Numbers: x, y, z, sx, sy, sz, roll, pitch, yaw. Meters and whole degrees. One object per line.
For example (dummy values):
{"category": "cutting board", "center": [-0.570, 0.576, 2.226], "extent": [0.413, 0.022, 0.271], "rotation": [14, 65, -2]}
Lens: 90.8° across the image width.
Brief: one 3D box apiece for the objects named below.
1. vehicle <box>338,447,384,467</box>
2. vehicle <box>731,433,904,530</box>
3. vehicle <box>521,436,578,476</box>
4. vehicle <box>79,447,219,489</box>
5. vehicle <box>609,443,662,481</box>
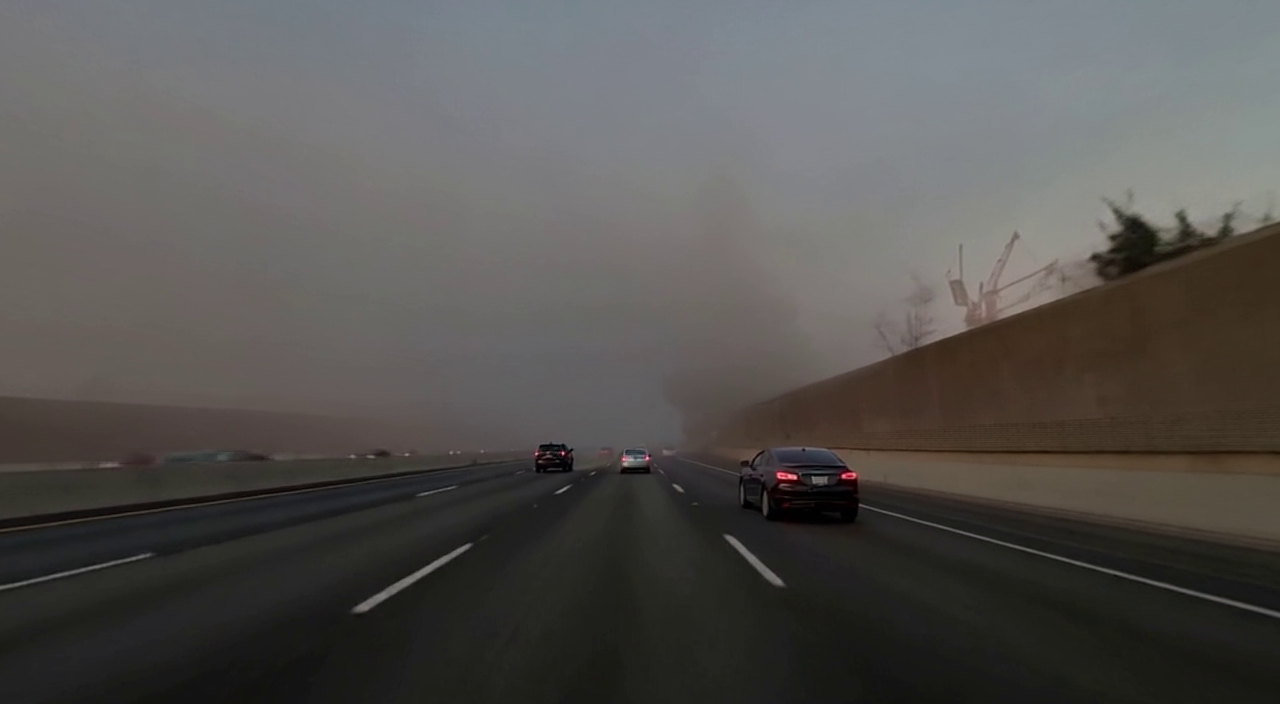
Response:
{"category": "vehicle", "center": [-22.011, 8.244, 49.907], "extent": [1.751, 1.510, 3.999], "rotation": [0, -8, 1]}
{"category": "vehicle", "center": [3.136, 2.385, 12.298], "extent": [1.917, 1.507, 4.540], "rotation": [0, -8, -2]}
{"category": "vehicle", "center": [-4.365, 5.079, 31.068], "extent": [2.121, 1.775, 4.335], "rotation": [0, -8, 1]}
{"category": "vehicle", "center": [-19.029, 4.486, 24.807], "extent": [1.778, 1.466, 4.610], "rotation": [0, -8, 1]}
{"category": "vehicle", "center": [-0.223, 4.515, 26.278], "extent": [2.045, 1.452, 4.040], "rotation": [0, -8, -1]}
